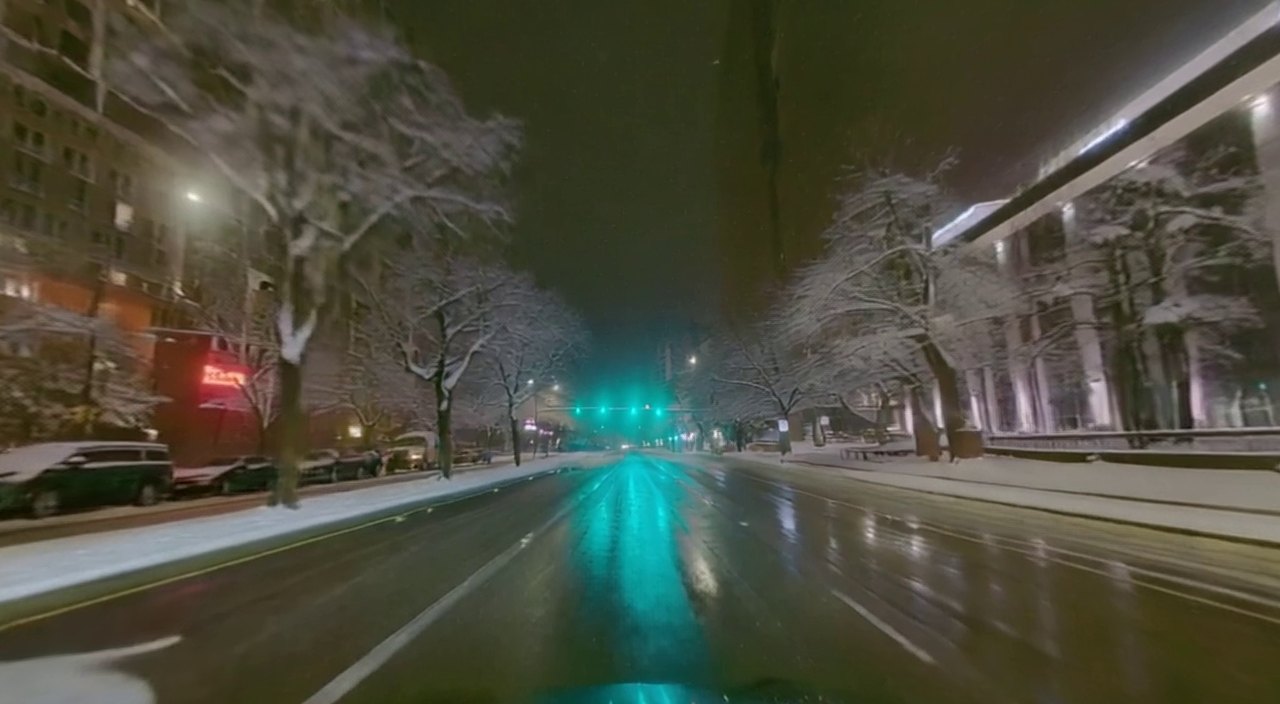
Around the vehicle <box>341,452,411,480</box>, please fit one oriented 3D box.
[{"bbox_3d":[-15.320,6.597,36.955,1.929,1.471,4.919,0,-8,1],"label":"vehicle"}]

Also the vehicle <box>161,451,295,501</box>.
[{"bbox_3d":[-15.377,4.603,23.934,1.892,1.624,4.645,0,-8,1],"label":"vehicle"}]

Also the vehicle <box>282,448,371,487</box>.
[{"bbox_3d":[-15.314,5.633,31.251,1.989,1.747,5.019,-1,-9,-2],"label":"vehicle"}]

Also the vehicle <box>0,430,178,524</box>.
[{"bbox_3d":[-15.416,3.248,16.764,2.246,2.081,5.416,-1,-9,-1],"label":"vehicle"}]

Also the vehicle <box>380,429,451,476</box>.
[{"bbox_3d":[-15.267,6.911,43.518,2.335,2.896,6.785,-1,-9,0],"label":"vehicle"}]
